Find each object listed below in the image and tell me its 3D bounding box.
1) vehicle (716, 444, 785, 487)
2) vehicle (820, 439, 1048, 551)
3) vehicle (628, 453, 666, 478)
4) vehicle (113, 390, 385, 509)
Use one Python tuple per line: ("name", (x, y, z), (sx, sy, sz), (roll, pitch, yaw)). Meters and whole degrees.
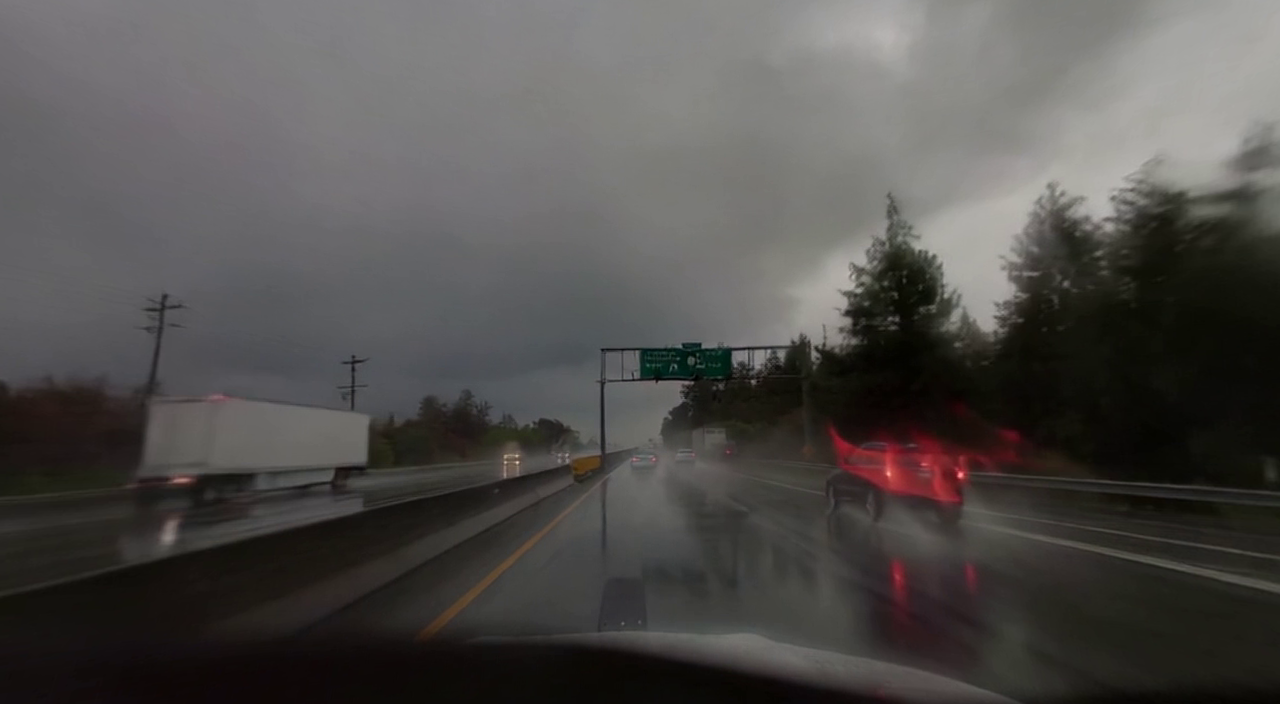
("vehicle", (4.511, 4.693, 26.356), (1.969, 1.639, 4.472), (0, -9, -1))
("vehicle", (4.573, 2.259, 10.567), (1.952, 1.495, 3.740), (0, -9, -1))
("vehicle", (0.391, 6.378, 35.642), (2.012, 1.320, 3.777), (0, -9, 0))
("vehicle", (-16.614, 4.569, 29.475), (2.898, 4.087, 15.230), (0, -9, 0))
